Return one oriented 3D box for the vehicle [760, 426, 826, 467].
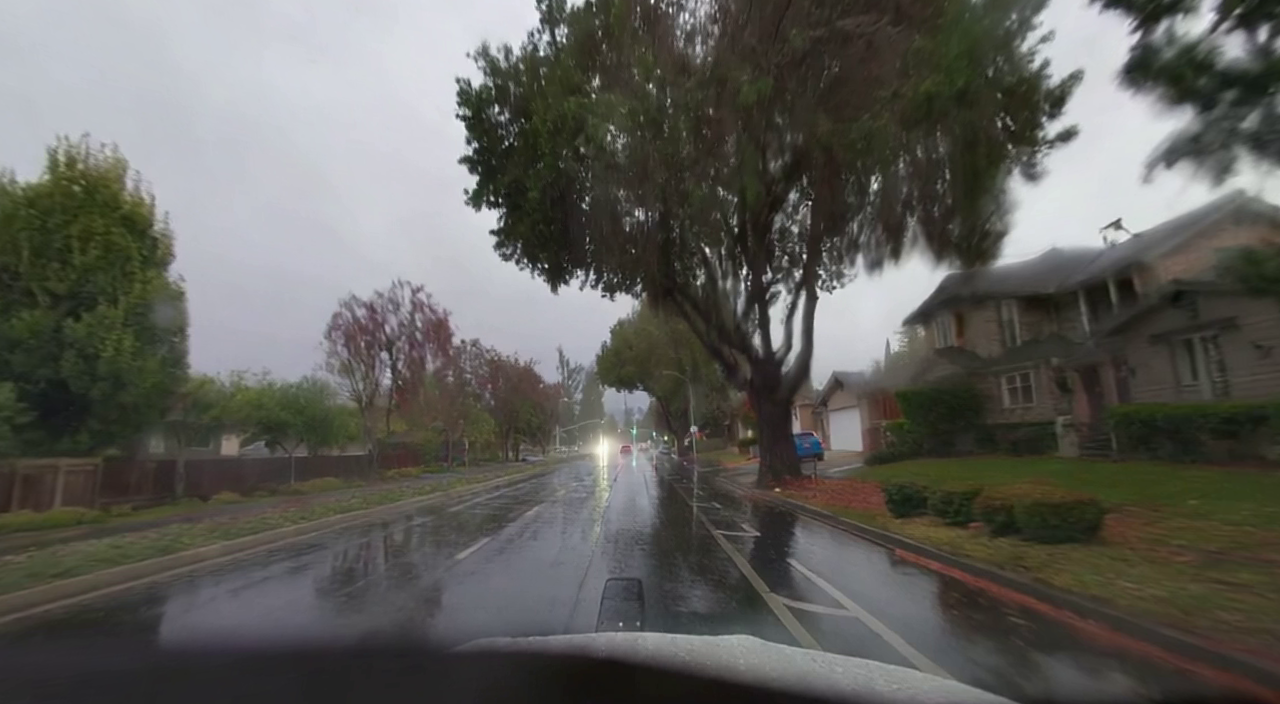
[{"bbox_3d":[7.869,4.993,33.049,2.051,1.801,4.785,-5,-9,-2],"label":"vehicle"}]
